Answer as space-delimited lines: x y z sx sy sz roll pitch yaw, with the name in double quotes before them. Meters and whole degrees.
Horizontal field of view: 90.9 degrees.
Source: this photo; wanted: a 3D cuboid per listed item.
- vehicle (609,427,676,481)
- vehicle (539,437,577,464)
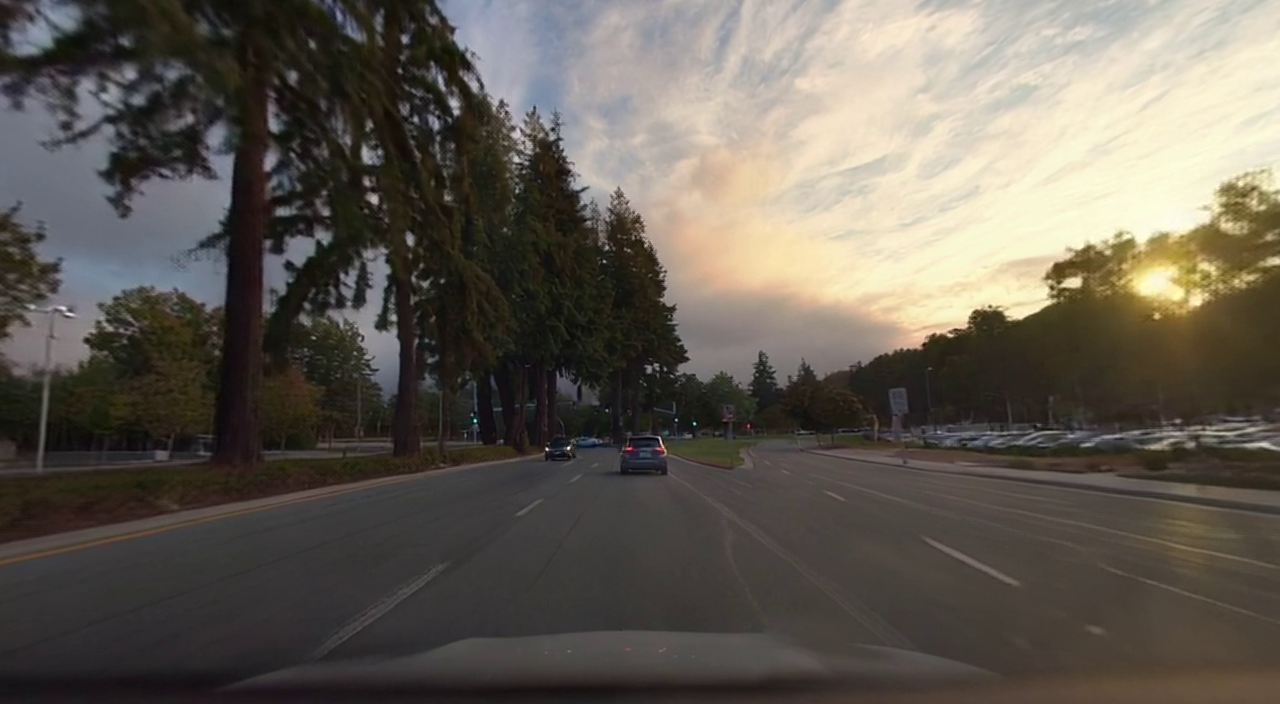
"vehicle" 0.024 3.518 21.995 2.135 1.691 3.884 0 -8 -2
"vehicle" -5.043 6.117 39.251 1.950 1.563 3.727 0 -8 -2
